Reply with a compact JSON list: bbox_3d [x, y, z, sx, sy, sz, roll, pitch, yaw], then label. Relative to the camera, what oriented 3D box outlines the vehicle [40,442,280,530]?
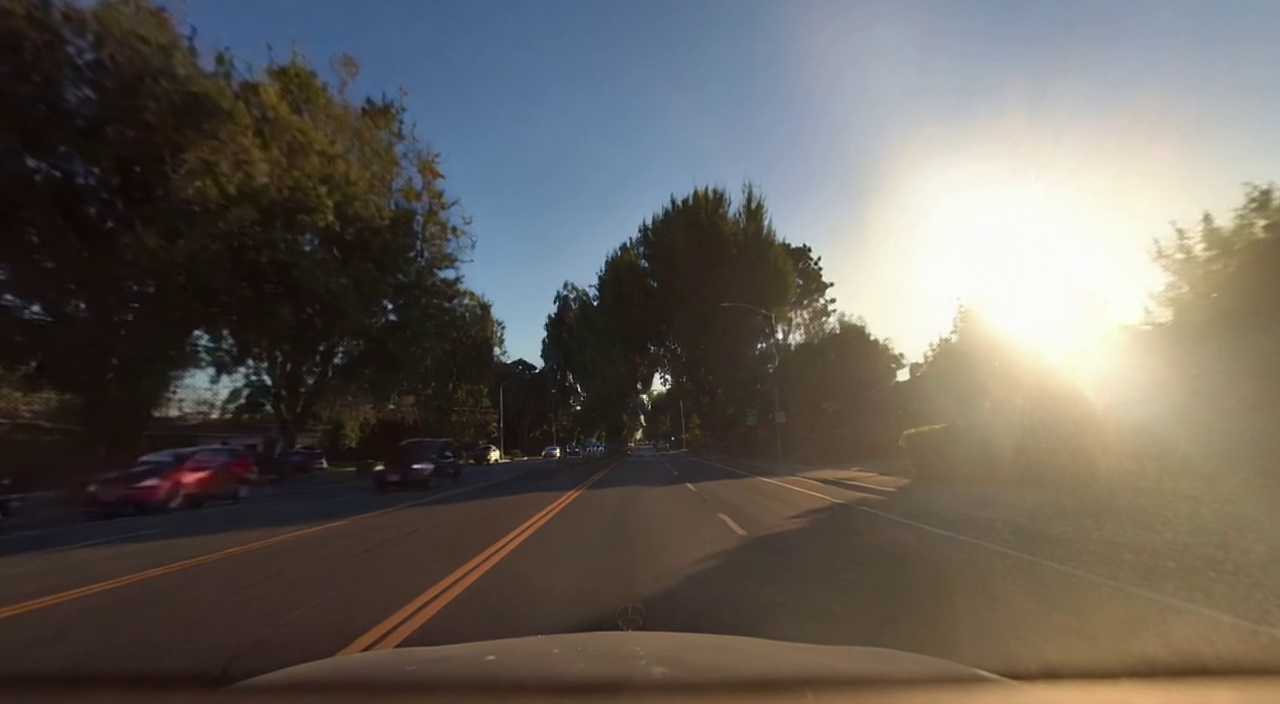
[{"bbox_3d":[-10.486,2.900,14.323,2.006,1.672,4.314,0,-9,0],"label":"vehicle"}]

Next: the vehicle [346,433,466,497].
[{"bbox_3d":[-7.024,3.423,19.488,2.000,1.738,4.251,0,-9,1],"label":"vehicle"}]

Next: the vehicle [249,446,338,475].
[{"bbox_3d":[-22.388,7.021,40.838,4.530,1.769,2.003,0,-9,1],"label":"vehicle"}]
